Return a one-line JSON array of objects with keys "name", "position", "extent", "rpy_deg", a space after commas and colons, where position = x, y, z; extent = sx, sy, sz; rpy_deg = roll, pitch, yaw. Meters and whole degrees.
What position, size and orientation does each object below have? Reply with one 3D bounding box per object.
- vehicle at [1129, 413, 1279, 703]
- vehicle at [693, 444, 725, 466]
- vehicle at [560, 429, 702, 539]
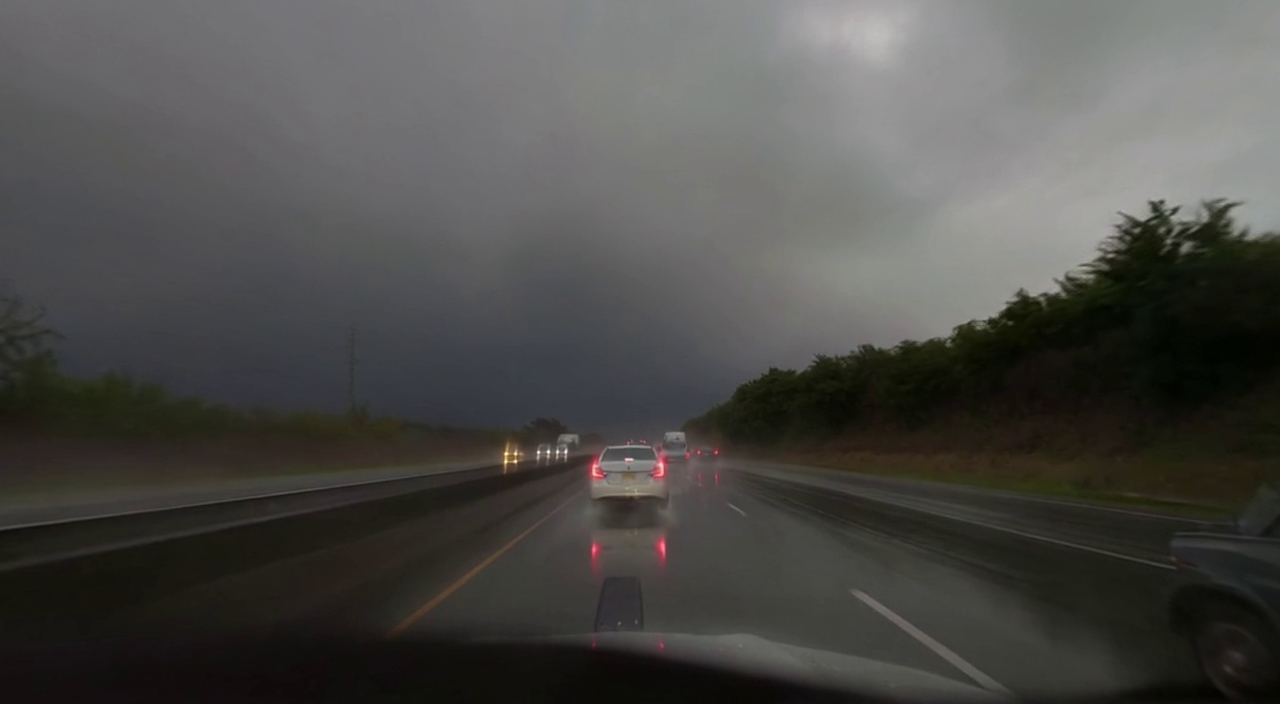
[{"name": "vehicle", "position": [3.992, 0.819, 1.790], "extent": [1.937, 1.422, 4.057], "rpy_deg": [-1, -9, 1]}, {"name": "vehicle", "position": [5.178, 7.766, 47.503], "extent": [1.931, 1.516, 3.995], "rpy_deg": [0, -9, 0]}, {"name": "vehicle", "position": [-0.141, 2.228, 11.153], "extent": [2.088, 1.580, 3.657], "rpy_deg": [0, -9, 0]}]
